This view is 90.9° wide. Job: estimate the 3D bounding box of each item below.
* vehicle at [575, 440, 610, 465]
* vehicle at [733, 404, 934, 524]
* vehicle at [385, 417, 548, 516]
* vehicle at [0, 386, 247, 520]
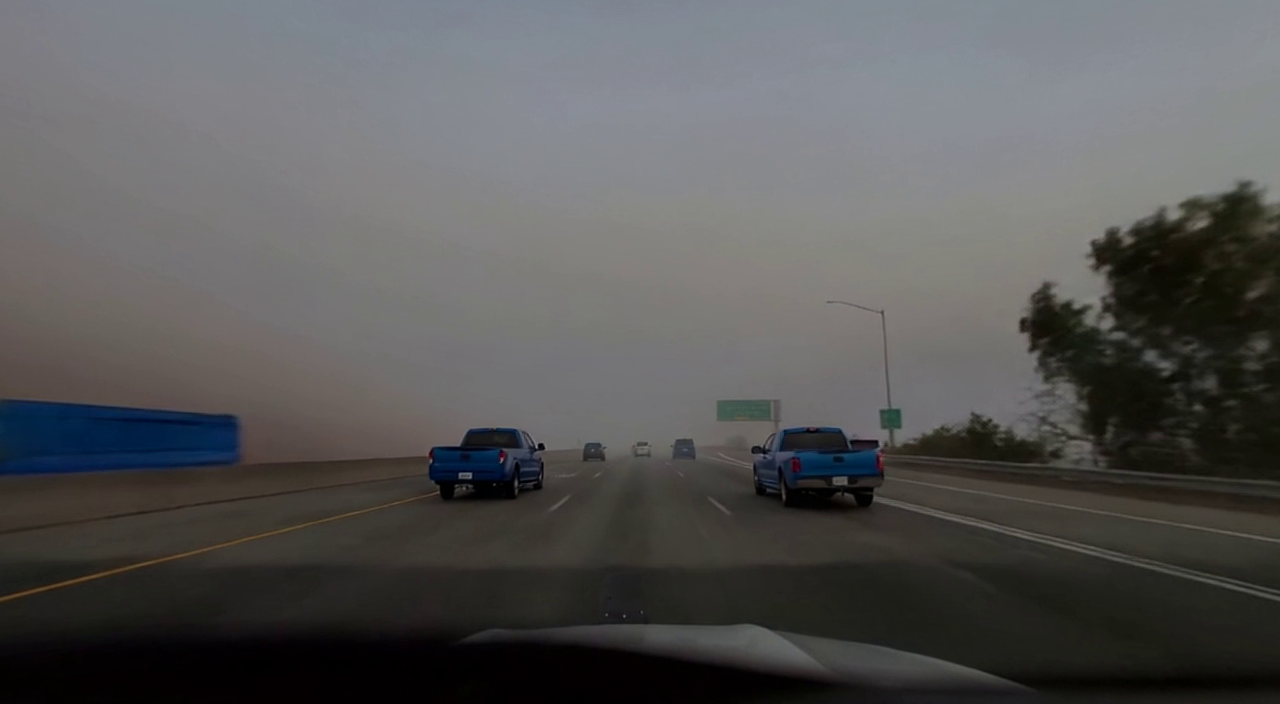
[{"bbox_3d":[-3.486,7.492,47.223,2.235,1.785,4.386,-1,-8,1],"label":"vehicle"},{"bbox_3d":[3.612,2.261,13.296,2.424,1.952,5.611,0,-8,0],"label":"vehicle"},{"bbox_3d":[-3.689,2.551,14.646,2.227,1.853,5.161,-1,-8,1],"label":"vehicle"},{"bbox_3d":[-13.618,2.236,14.094,2.839,2.511,10.655,0,-8,0],"label":"vehicle"}]
